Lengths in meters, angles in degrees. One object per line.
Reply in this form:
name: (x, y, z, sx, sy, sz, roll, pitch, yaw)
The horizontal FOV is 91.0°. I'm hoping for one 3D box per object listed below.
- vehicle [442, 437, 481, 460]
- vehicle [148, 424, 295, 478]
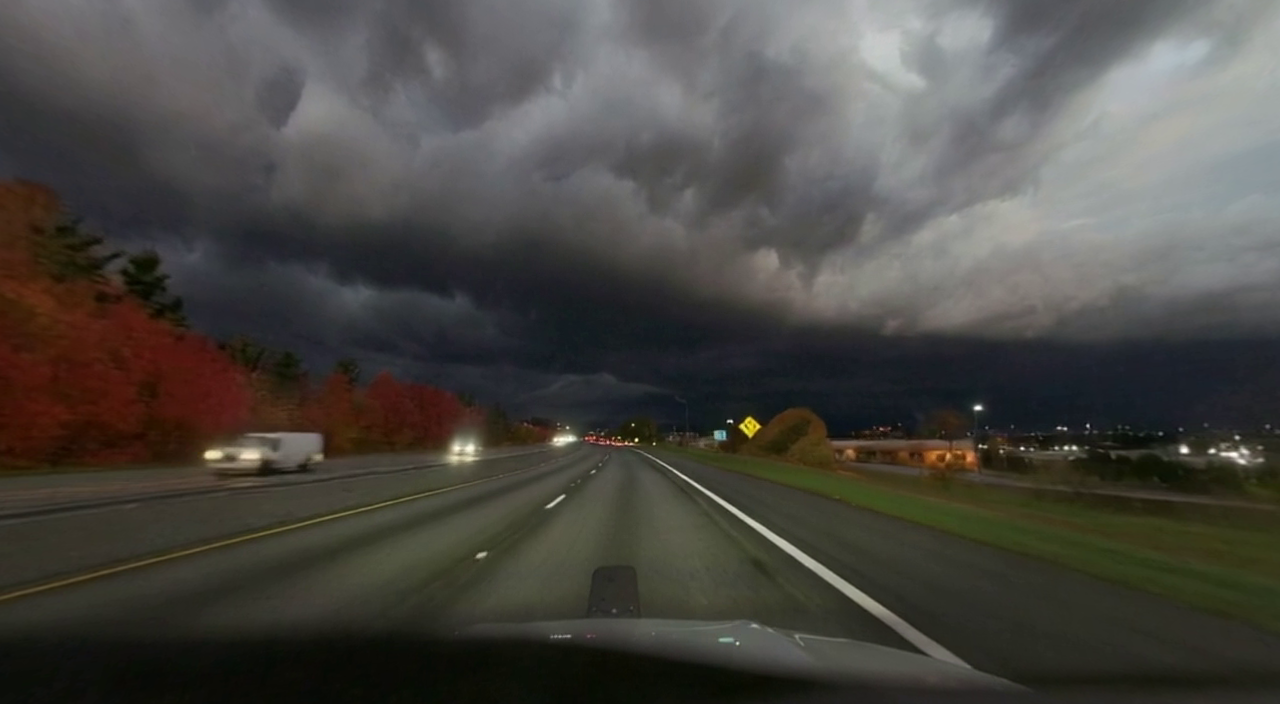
vehicle: (-12.318, 6.656, 43.560, 1.690, 1.462, 3.597, 0, -8, -1)
vehicle: (-14.263, 3.405, 21.851, 1.949, 1.646, 4.601, 0, -8, 0)
